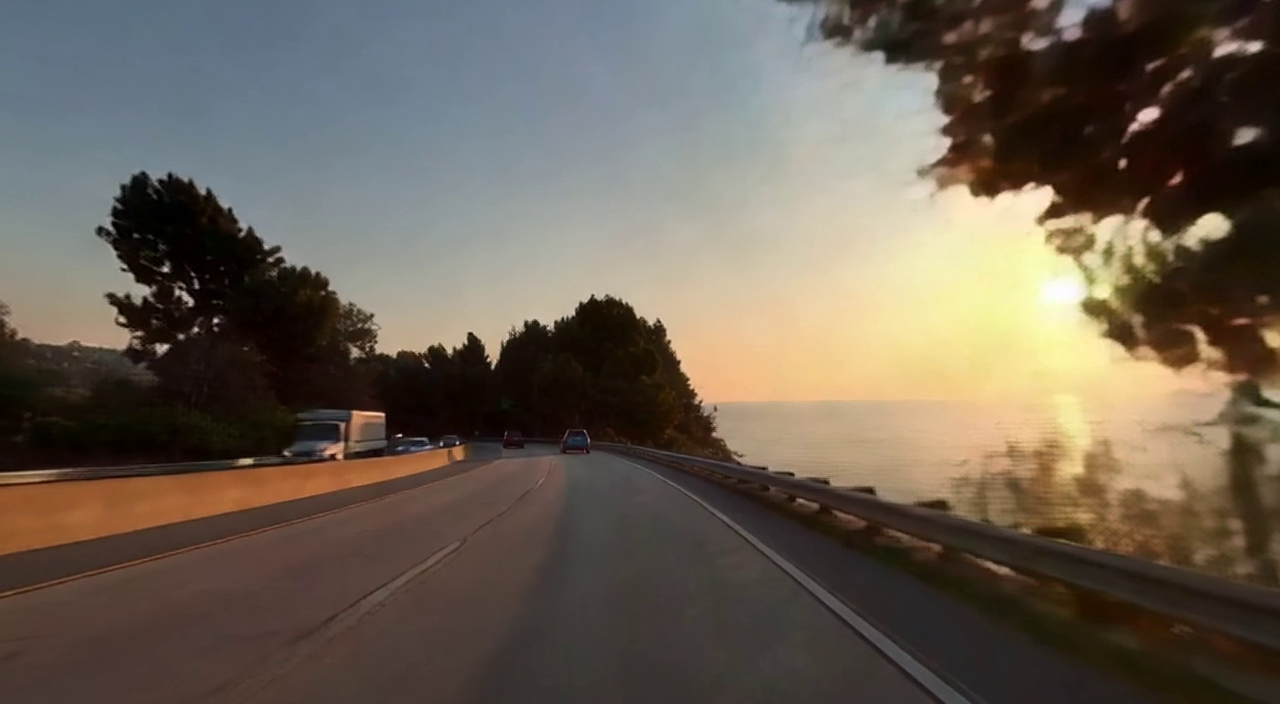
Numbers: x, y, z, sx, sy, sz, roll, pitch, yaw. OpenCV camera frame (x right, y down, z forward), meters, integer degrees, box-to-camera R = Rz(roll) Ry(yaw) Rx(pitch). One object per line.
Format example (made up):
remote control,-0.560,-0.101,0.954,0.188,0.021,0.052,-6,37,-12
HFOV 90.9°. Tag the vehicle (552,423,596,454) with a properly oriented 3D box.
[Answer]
vehicle,-4.926,6.396,46.353,2.632,2.162,5.529,1,-9,-11

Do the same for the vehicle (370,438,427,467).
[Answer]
vehicle,-13.373,5.597,35.240,1.987,1.473,4.367,1,-9,-8

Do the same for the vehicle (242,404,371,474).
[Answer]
vehicle,-16.738,4.521,32.495,2.876,3.122,8.556,1,-9,-7
